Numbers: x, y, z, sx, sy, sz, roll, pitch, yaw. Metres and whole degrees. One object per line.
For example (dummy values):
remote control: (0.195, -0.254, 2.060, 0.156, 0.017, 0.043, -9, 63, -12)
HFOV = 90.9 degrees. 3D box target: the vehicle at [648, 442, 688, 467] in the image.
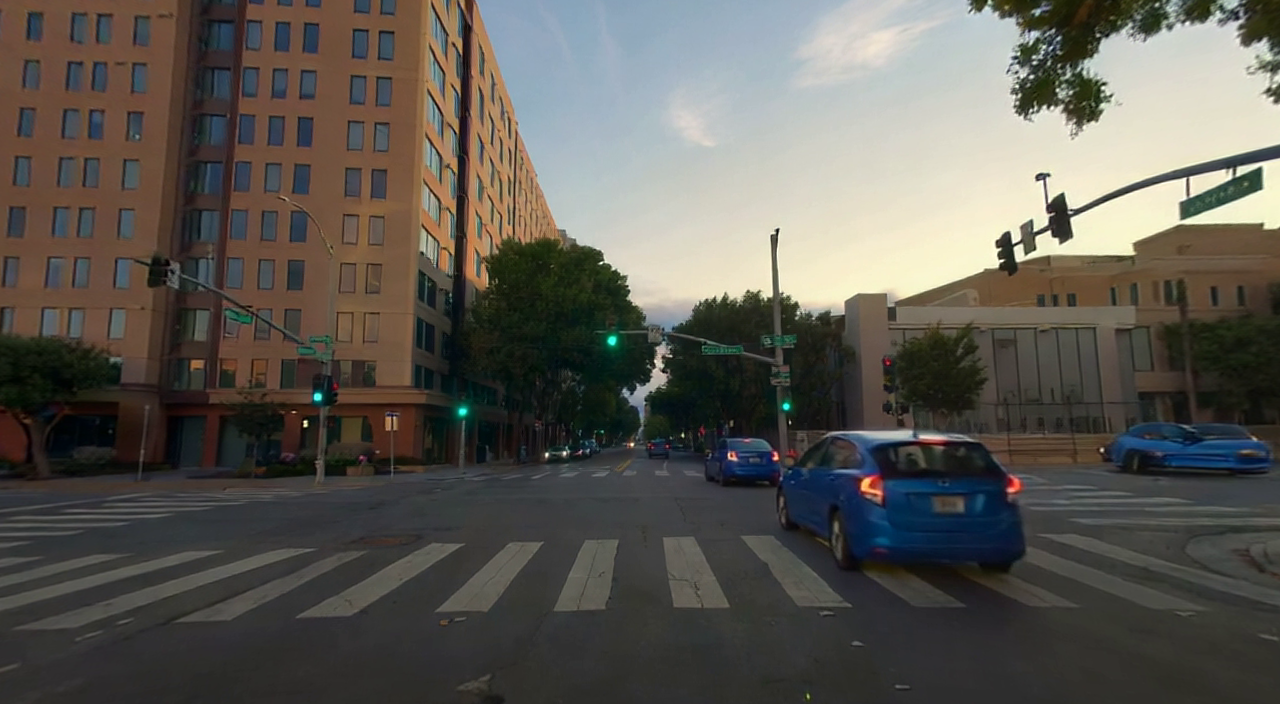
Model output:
vehicle: (1.708, 6.424, 39.791, 2.040, 1.421, 4.550, 0, -8, -3)

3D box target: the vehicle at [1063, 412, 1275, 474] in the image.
vehicle: (16.924, 2.936, 20.407, 4.802, 1.860, 2.146, 0, -8, 1)

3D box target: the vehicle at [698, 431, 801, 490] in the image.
vehicle: (2.971, 3.074, 18.221, 2.009, 1.443, 4.509, 0, -8, -2)

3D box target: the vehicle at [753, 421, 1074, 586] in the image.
vehicle: (2.882, 1.699, 7.965, 2.039, 1.470, 4.355, 0, -8, -1)
